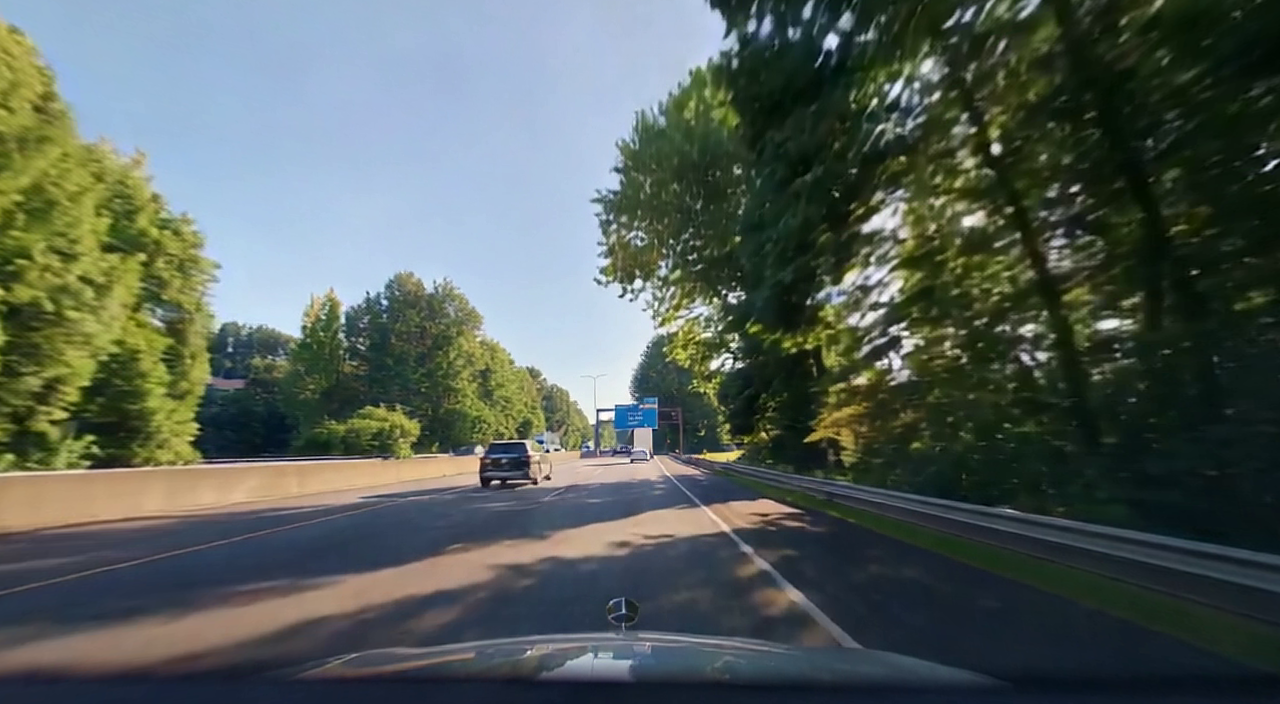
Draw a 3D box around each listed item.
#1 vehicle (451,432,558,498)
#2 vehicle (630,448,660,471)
[{"bbox_3d":[-3.876,3.352,19.031,2.097,1.722,4.808,0,-9,1],"label":"vehicle"},{"bbox_3d":[0.307,7.002,41.221,1.853,1.436,3.438,0,-9,-1],"label":"vehicle"}]
